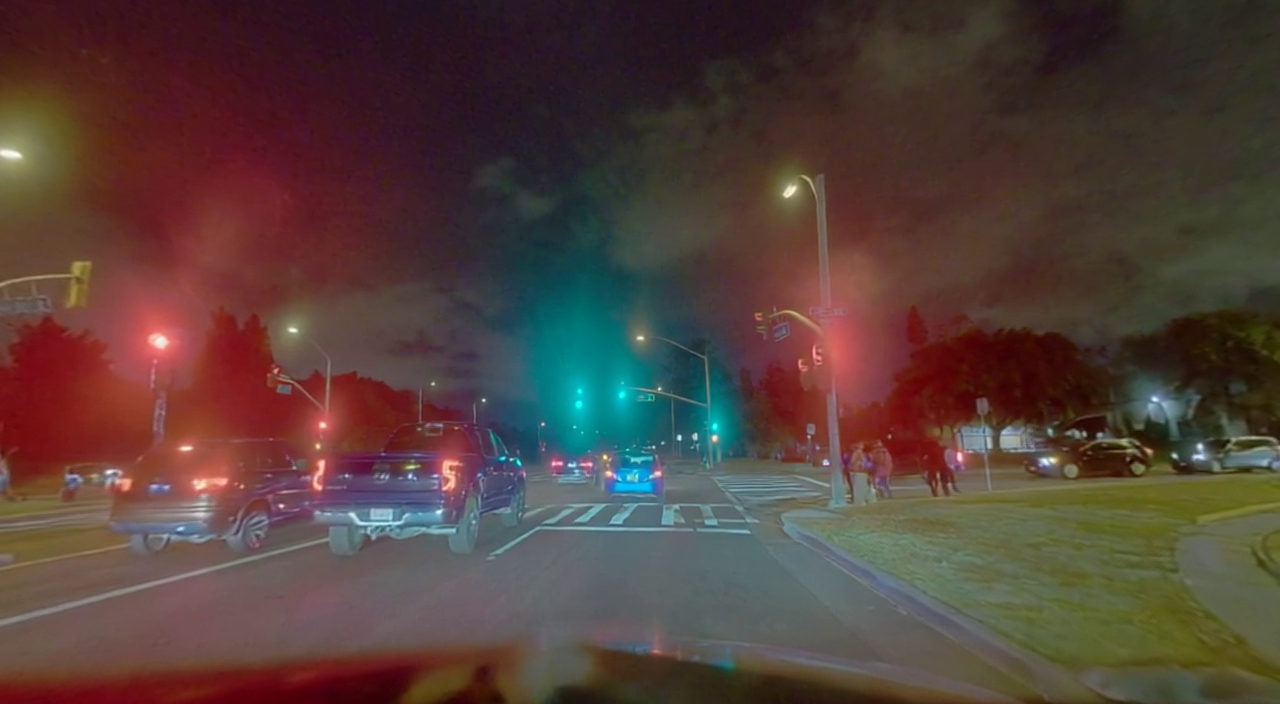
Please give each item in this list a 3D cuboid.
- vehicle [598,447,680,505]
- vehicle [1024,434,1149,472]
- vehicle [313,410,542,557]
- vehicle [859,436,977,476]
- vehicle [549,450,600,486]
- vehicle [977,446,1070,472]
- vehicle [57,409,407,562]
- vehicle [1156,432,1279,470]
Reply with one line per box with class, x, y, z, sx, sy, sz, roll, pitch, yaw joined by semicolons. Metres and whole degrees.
vehicle;0.025;3.585;18.723;2.144;1.497;4.446;0;-9;1
vehicle;22.208;5.027;31.483;4.529;1.786;2.110;0;-9;2
vehicle;-3.250;2.138;11.044;2.202;1.961;4.980;0;-9;1
vehicle;12.454;4.704;28.488;4.394;1.724;1.886;0;-9;1
vehicle;-3.234;5.846;32.152;2.003;1.655;4.878;0;-9;1
vehicle;21.408;5.971;35.279;3.983;1.443;1.831;0;-9;1
vehicle;-6.564;2.232;11.468;2.544;2.018;5.893;0;-9;-2
vehicle;29.210;4.927;31.440;4.967;1.794;2.044;0;-9;3
